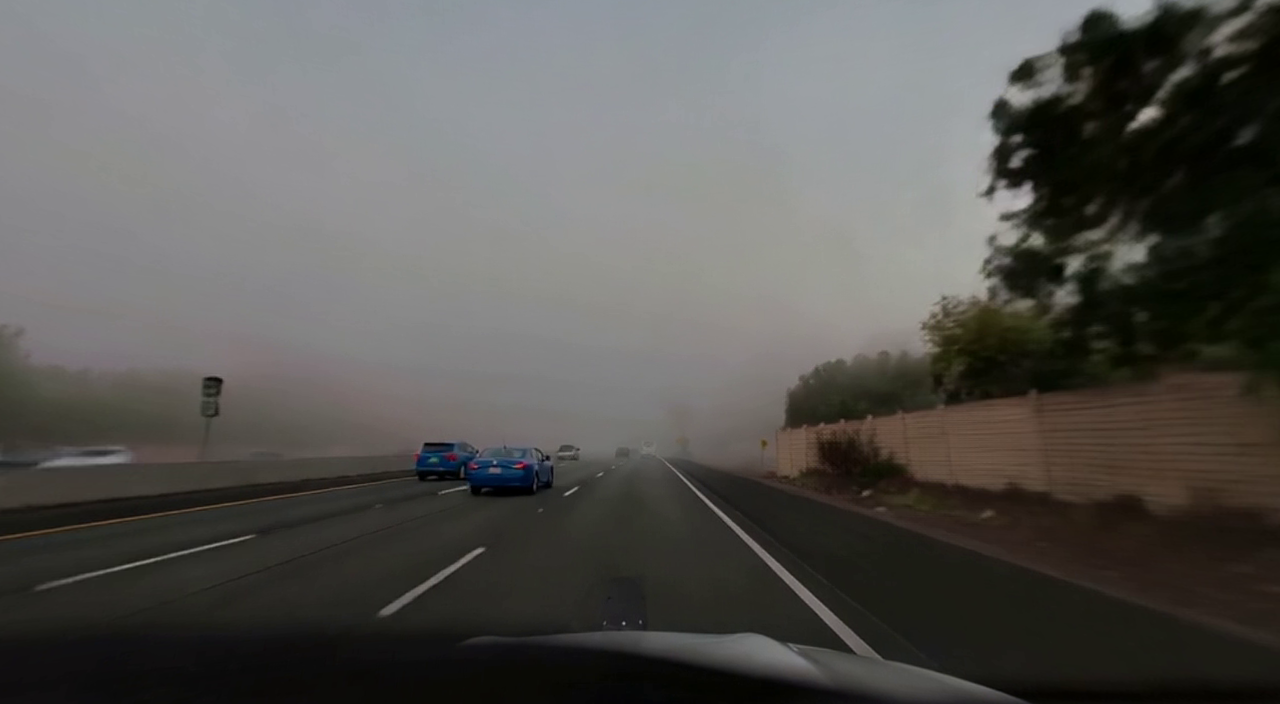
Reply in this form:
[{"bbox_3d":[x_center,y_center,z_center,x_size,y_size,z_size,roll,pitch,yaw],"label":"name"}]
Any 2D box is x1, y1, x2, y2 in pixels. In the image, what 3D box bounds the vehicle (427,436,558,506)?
[{"bbox_3d":[-3.575,2.993,16.389,2.081,1.514,4.943,0,-8,1],"label":"vehicle"}]
